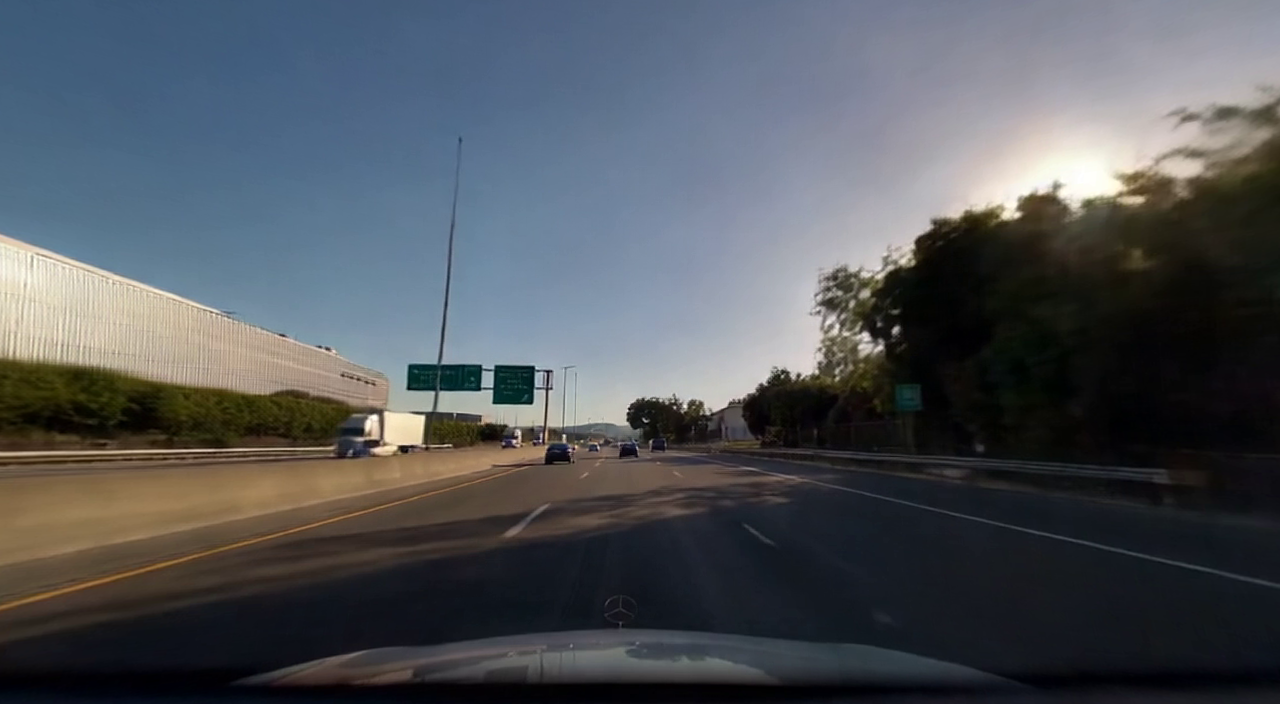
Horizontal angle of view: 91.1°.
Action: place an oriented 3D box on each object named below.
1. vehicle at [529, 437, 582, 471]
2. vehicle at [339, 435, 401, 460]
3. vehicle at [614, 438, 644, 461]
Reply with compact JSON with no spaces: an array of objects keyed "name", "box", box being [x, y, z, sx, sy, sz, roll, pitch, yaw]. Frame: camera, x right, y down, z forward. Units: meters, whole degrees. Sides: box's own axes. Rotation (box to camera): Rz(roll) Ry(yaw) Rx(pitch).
[{"name":"vehicle","box":[-4.331,5.280,32.840,2.271,1.626,4.463,0,-8,-1]},{"name":"vehicle","box":[-17.070,6.070,39.997,1.846,1.486,4.873,0,-8,-1]},{"name":"vehicle","box":[-0.897,7.587,49.005,2.196,1.699,4.499,0,-8,-2]}]
